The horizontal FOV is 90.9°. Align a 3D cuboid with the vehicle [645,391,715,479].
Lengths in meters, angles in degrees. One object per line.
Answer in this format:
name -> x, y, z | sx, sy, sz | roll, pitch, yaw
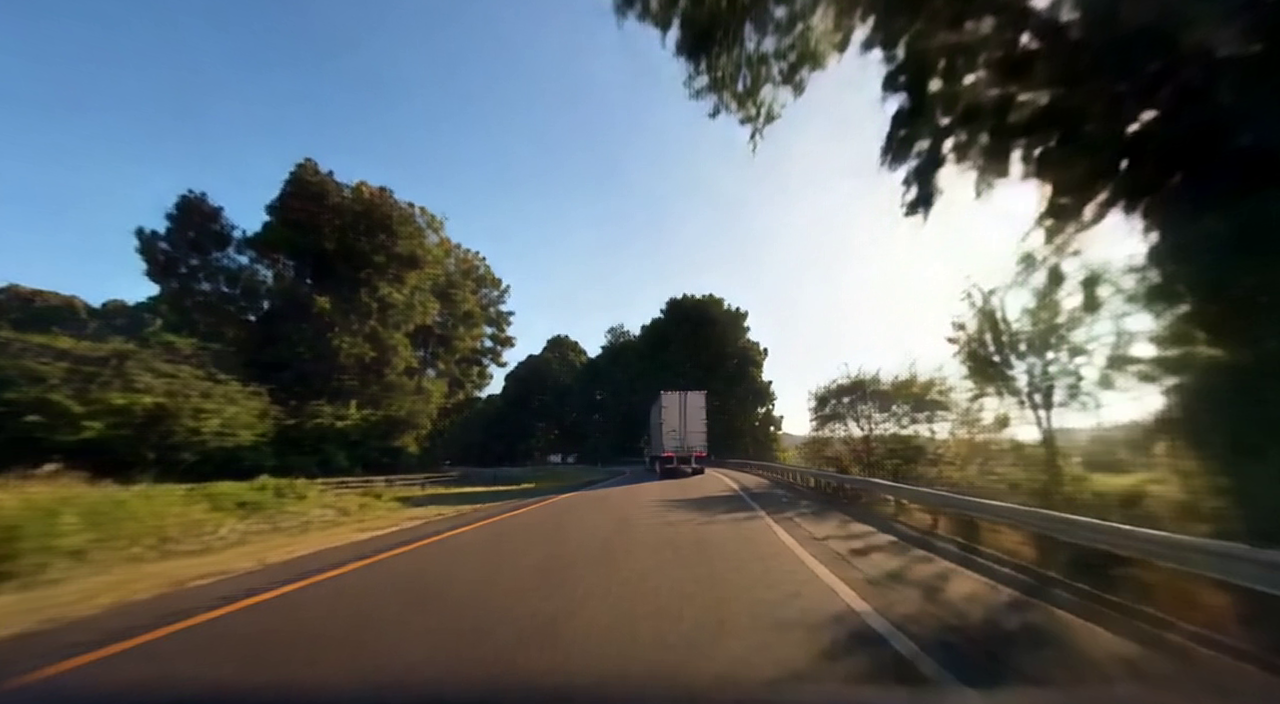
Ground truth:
vehicle -> 1.968, 4.960, 36.965 | 3.087, 4.178, 13.682 | 0, -8, 0
